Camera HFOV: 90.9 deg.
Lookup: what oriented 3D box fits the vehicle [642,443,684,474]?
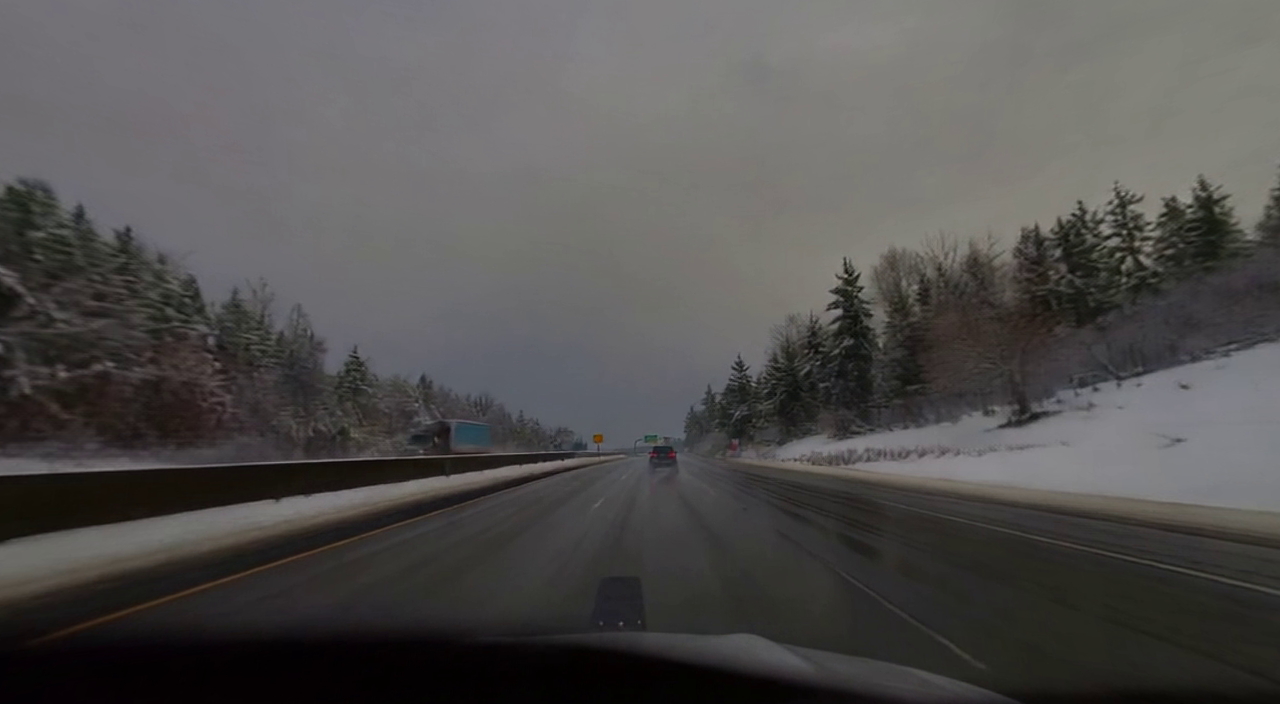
[{"bbox_3d":[1.265,6.125,36.489,2.231,1.652,4.503,0,-9,1],"label":"vehicle"}]
